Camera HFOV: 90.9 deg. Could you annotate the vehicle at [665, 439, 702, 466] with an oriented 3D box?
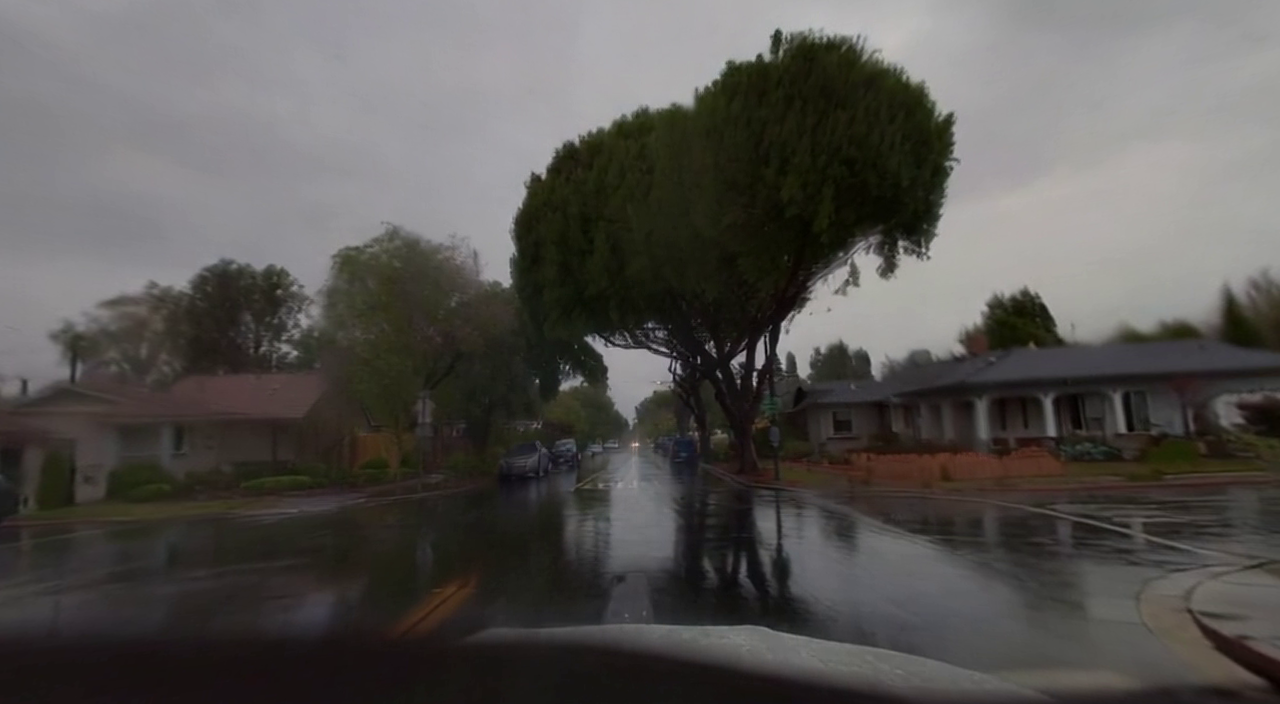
[{"bbox_3d":[2.931,6.887,43.475,2.220,1.753,3.862,0,-8,0],"label":"vehicle"}]
